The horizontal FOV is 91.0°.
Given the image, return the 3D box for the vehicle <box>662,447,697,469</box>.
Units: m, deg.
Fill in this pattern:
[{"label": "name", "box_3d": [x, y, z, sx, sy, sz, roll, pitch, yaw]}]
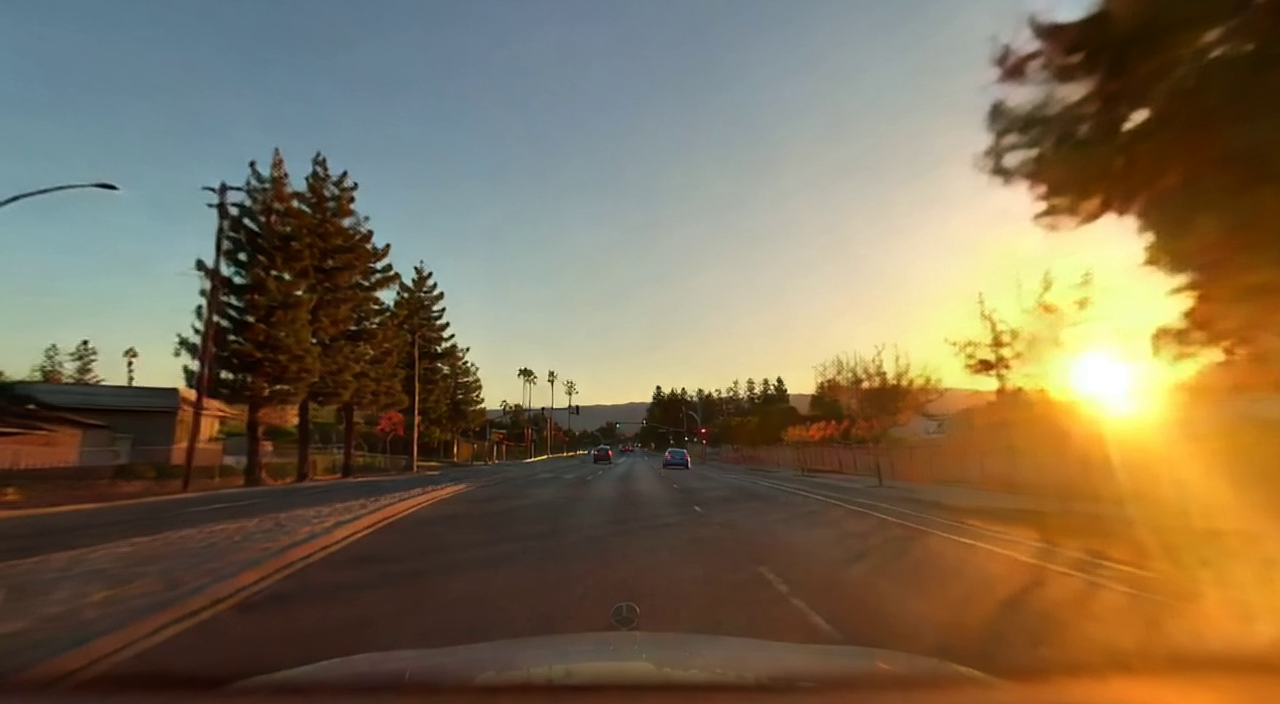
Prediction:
[{"label": "vehicle", "box_3d": [2.673, 7.336, 43.733, 2.105, 1.490, 4.008, 0, -9, -1]}]
